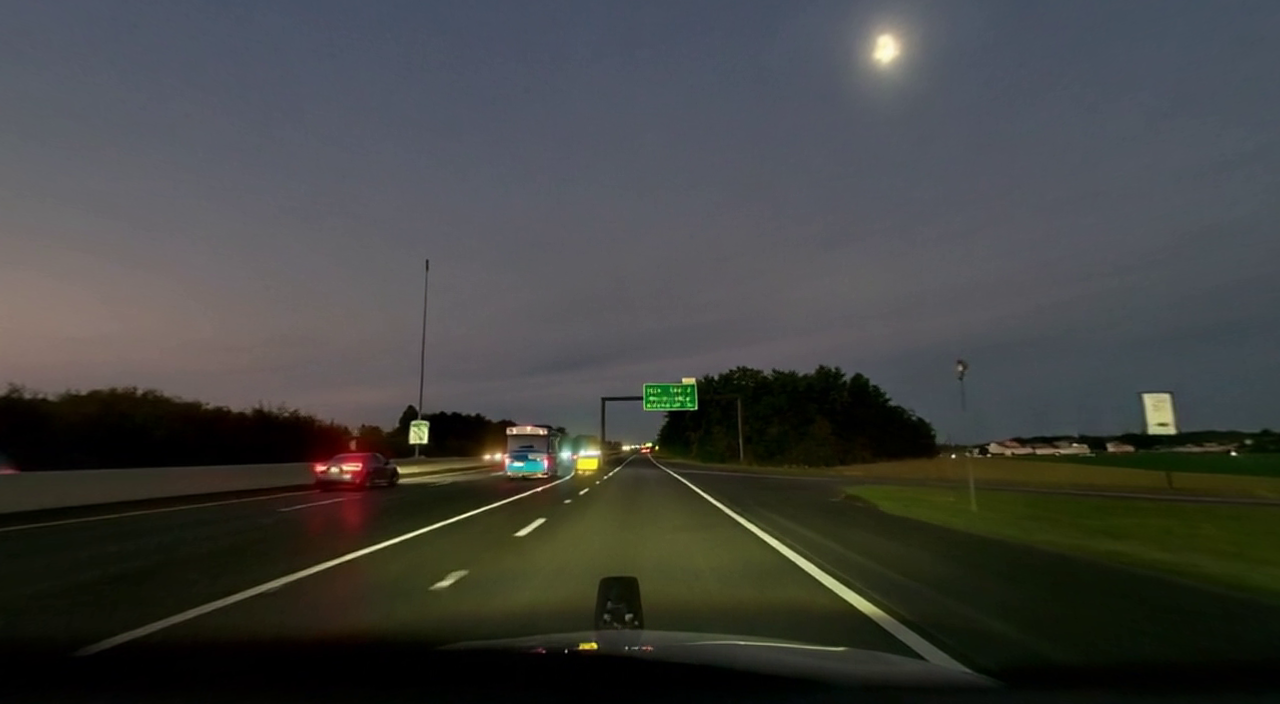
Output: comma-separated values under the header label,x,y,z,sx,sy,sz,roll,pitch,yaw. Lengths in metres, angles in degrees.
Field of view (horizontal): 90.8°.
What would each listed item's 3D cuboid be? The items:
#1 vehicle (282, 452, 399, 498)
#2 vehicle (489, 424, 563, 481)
label,x,y,z,sx,sy,sz,roll,pitch,yaw
vehicle,-10.601,4.366,22.824,1.922,1.448,4.638,0,-9,1
vehicle,-6.406,5.834,36.826,2.747,2.934,7.411,0,-9,2
